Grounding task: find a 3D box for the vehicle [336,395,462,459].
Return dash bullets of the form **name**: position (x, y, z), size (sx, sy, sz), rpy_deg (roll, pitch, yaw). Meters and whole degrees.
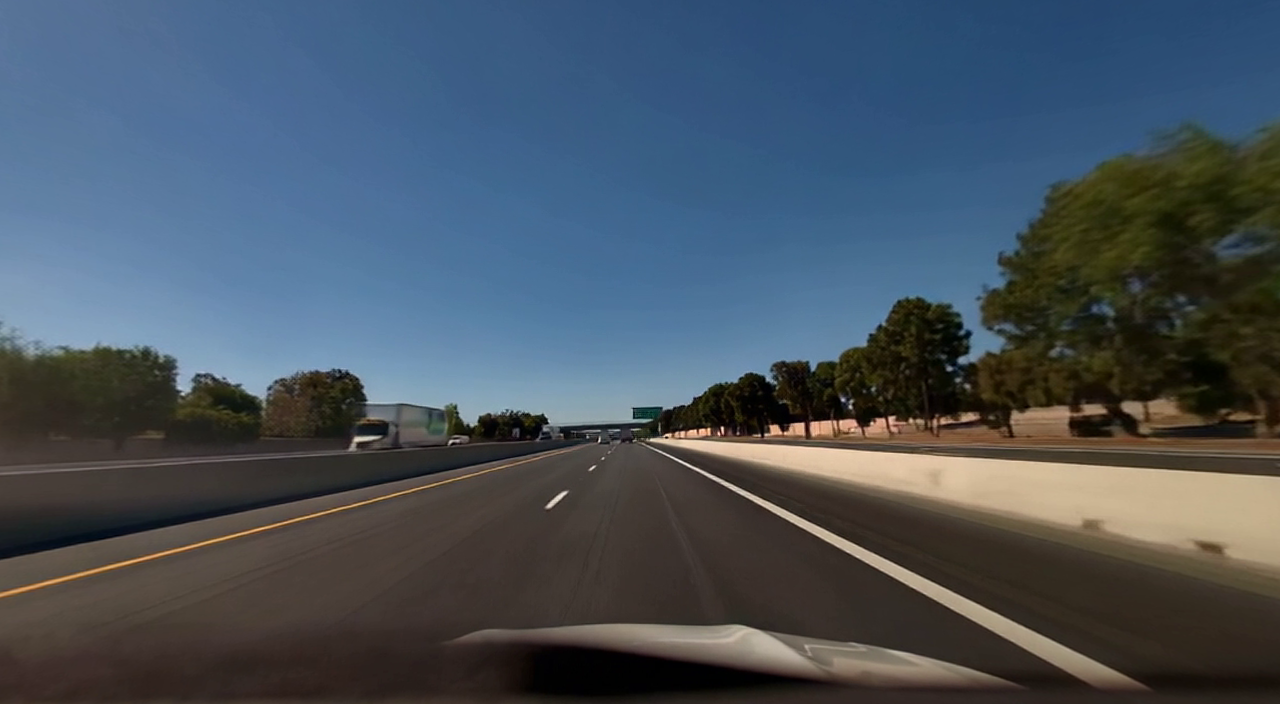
- **vehicle**: position (-17.426, 5.799, 47.706), size (3.459, 3.900, 16.947), rpy_deg (-1, -8, -2)
